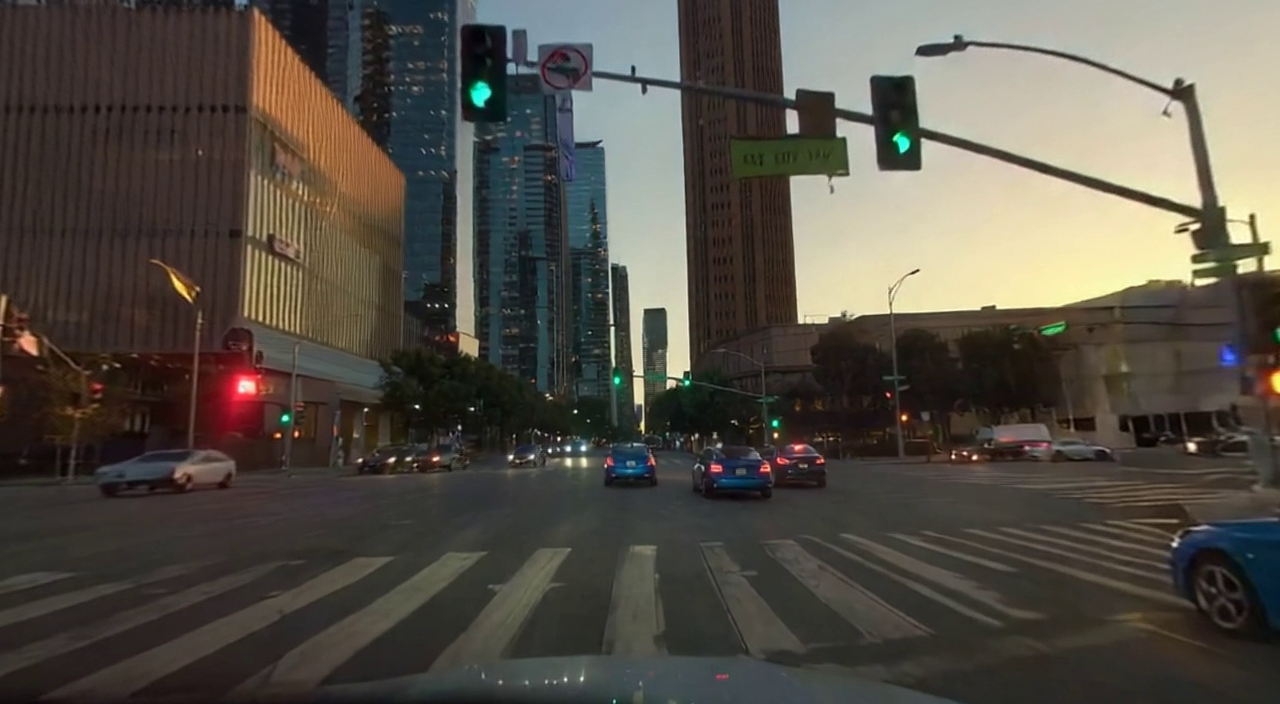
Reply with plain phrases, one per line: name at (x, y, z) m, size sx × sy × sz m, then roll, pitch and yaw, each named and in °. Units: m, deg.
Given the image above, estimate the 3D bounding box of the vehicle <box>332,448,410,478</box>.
vehicle at (-12.960, 5.360, 30.762) m, size 1.939 × 1.326 × 4.340 m, roll 0°, pitch -9°, yaw 0°

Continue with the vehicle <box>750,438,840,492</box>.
vehicle at (5.472, 4.040, 22.950) m, size 2.015 × 1.745 × 4.444 m, roll 0°, pitch -9°, yaw -2°

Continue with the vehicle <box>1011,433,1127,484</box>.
vehicle at (16.795, 4.124, 24.674) m, size 4.640 × 1.794 × 2.008 m, roll 6°, pitch -11°, yaw -34°

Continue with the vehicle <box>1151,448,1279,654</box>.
vehicle at (5.653, 1.253, 3.350) m, size 1.914 × 1.484 × 4.639 m, roll 0°, pitch -9°, yaw -1°

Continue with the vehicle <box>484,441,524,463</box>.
vehicle at (-10.216, 7.531, 47.720) m, size 1.965 × 1.527 × 4.703 m, roll 0°, pitch -9°, yaw 0°

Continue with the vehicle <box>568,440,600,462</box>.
vehicle at (-4.310, 7.701, 49.491) m, size 2.113 × 1.564 × 4.359 m, roll -2°, pitch -8°, yaw 0°

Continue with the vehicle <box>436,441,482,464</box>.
vehicle at (-13.213, 7.369, 46.338) m, size 2.048 × 1.609 × 4.477 m, roll 0°, pitch -9°, yaw 0°

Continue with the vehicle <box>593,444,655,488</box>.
vehicle at (-0.599, 4.171, 23.484) m, size 2.096 × 1.457 × 4.160 m, roll 0°, pitch -9°, yaw -1°

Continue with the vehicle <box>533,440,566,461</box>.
vehicle at (-7.108, 7.797, 49.902) m, size 2.009 × 1.488 × 4.277 m, roll -2°, pitch -8°, yaw -1°

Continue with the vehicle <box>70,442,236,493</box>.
vehicle at (-16.445, 3.910, 21.745) m, size 1.877 × 1.508 × 4.760 m, roll 0°, pitch -9°, yaw 0°

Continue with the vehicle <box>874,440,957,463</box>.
vehicle at (18.935, 6.840, 43.501) m, size 4.862 × 1.495 × 1.956 m, roll 1°, pitch -9°, yaw -7°

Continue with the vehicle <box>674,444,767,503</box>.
vehicle at (2.210, 3.484, 18.580) m, size 1.987 × 1.484 × 4.427 m, roll 0°, pitch -9°, yaw -2°
